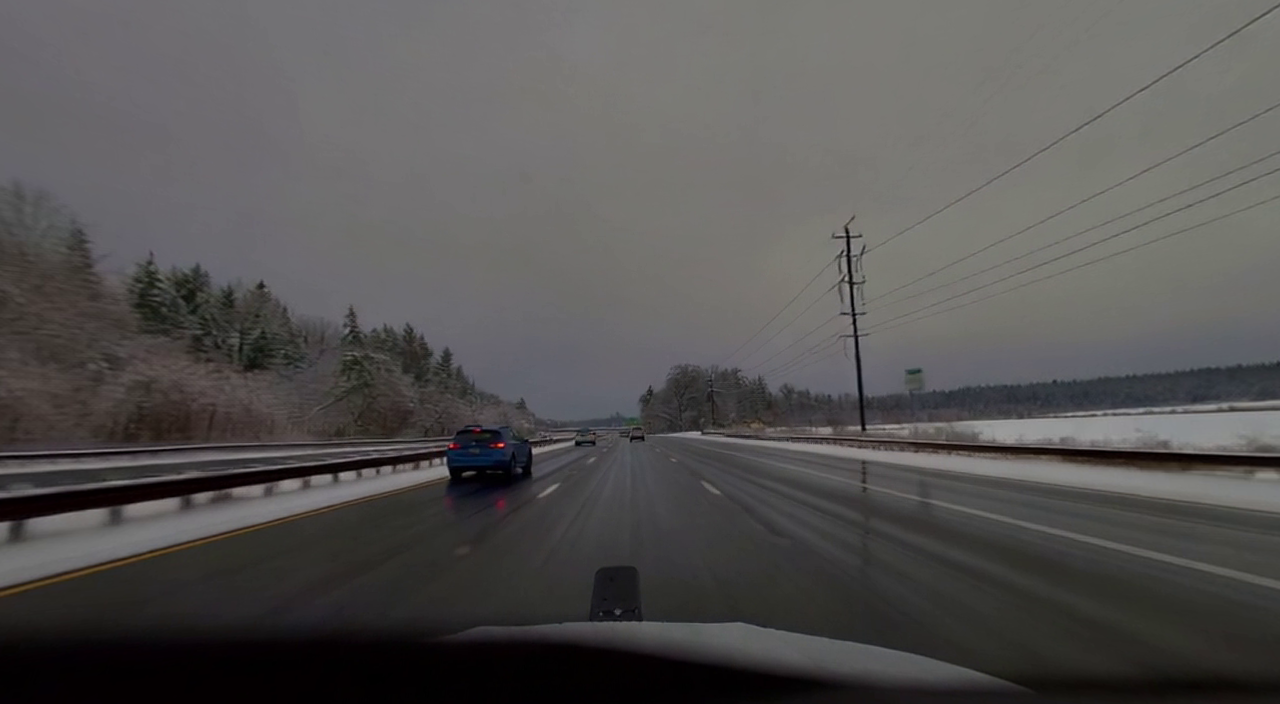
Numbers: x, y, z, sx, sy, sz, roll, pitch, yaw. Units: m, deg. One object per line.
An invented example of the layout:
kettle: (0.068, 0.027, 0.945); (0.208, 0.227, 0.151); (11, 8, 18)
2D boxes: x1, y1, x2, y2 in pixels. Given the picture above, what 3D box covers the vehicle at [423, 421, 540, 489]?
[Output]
vehicle: (-4.076, 2.699, 16.938); (2.023, 1.580, 4.259); (0, -8, 0)
